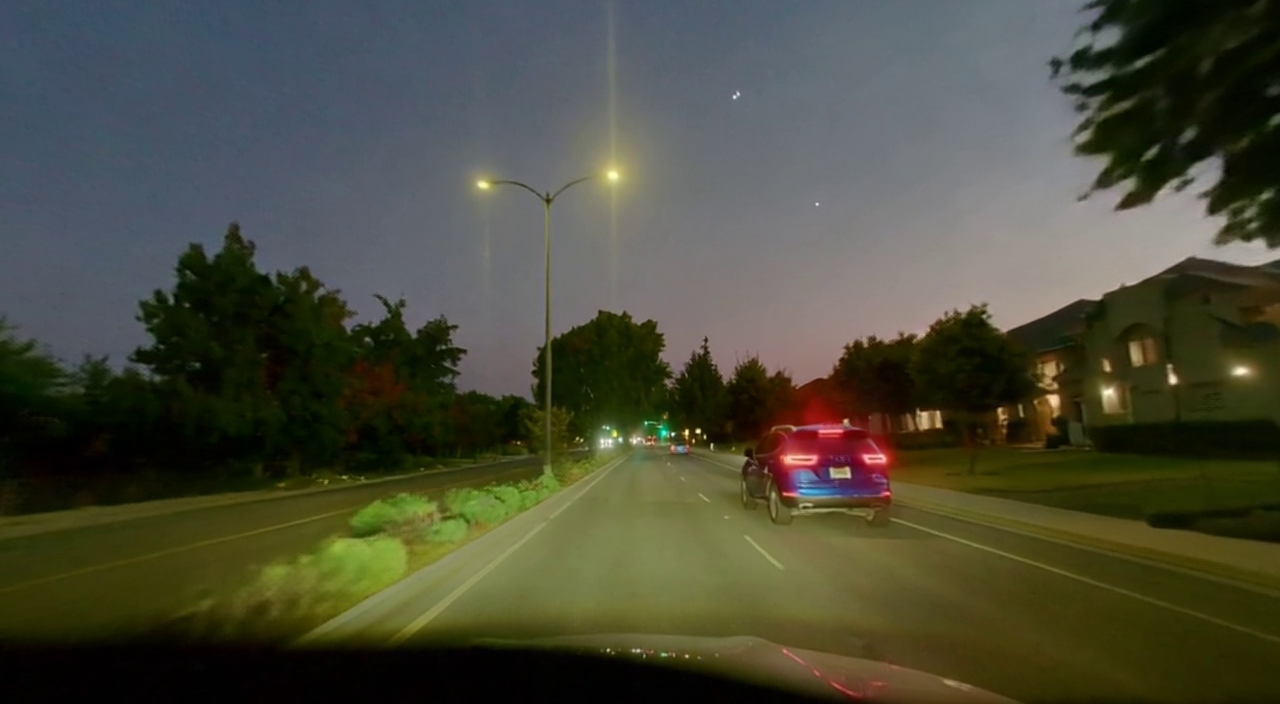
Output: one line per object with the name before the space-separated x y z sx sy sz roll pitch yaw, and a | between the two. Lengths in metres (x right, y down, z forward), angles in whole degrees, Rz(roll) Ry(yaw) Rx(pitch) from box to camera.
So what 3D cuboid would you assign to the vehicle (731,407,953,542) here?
vehicle | 3.005 1.946 10.699 2.180 1.773 4.639 0 -8 -1
